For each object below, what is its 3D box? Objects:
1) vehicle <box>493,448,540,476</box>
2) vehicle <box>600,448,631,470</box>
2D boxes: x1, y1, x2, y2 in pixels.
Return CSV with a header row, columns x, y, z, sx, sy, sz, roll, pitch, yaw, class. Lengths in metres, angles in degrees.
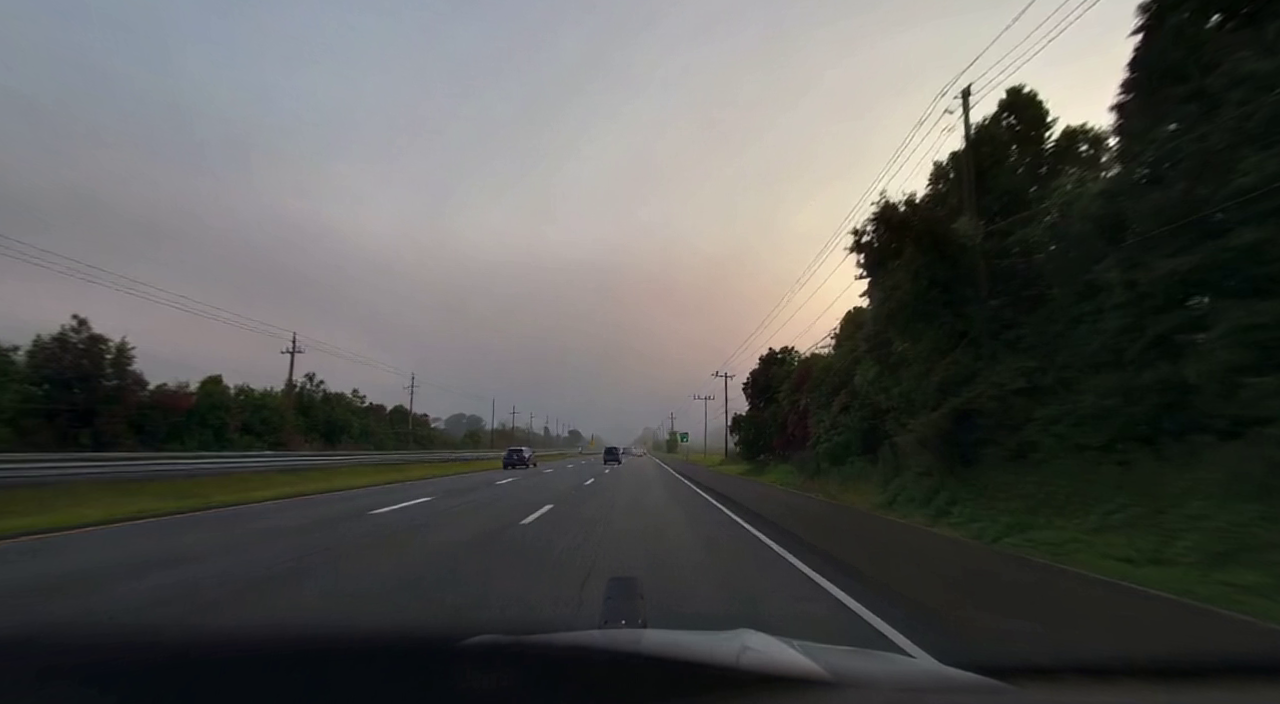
x,y,z,sx,sy,sz,roll,pitch,yaw,class
-7.105,6.343,36.561,1.911,1.491,3.624,0,-9,1,vehicle
-1.707,7.659,45.232,1.968,1.462,3.937,0,-9,1,vehicle
